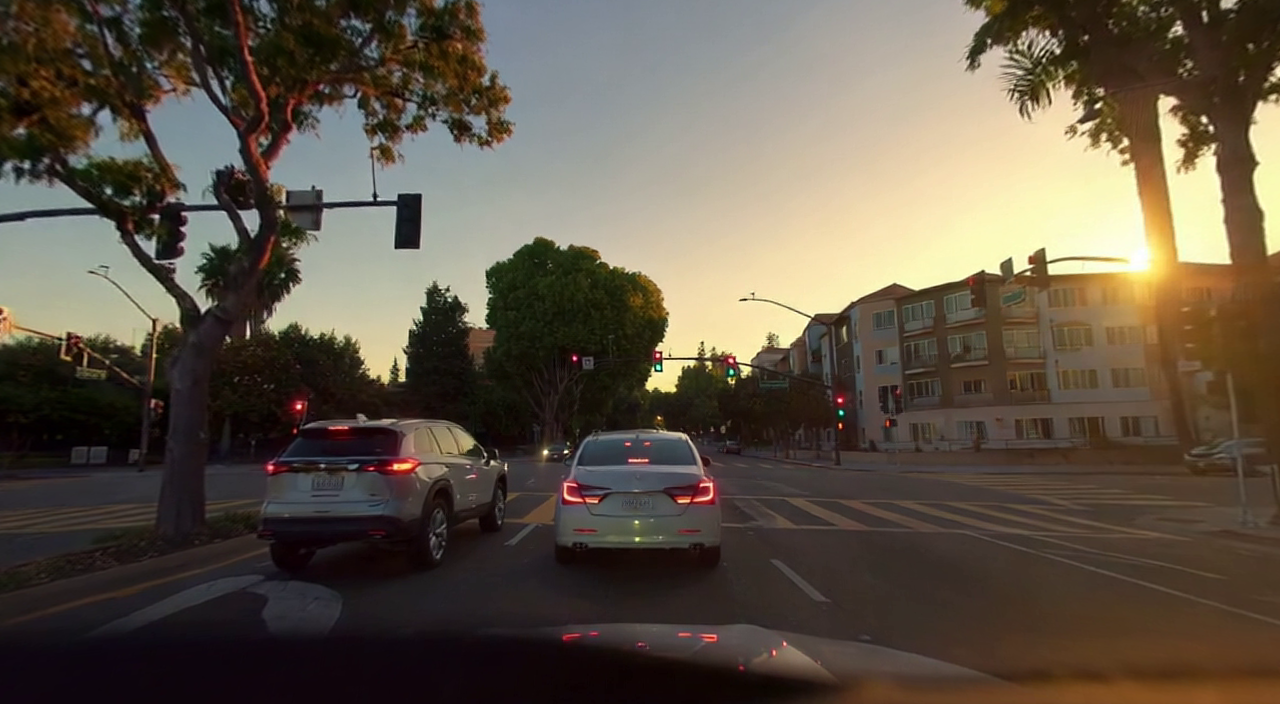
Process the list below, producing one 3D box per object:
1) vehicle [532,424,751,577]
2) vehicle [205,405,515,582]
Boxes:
[{"bbox_3d":[0.017,1.775,8.314,2.190,1.522,3.850,0,-8,0],"label":"vehicle"},{"bbox_3d":[-3.187,1.714,8.467,2.081,1.719,4.434,0,-8,0],"label":"vehicle"}]
